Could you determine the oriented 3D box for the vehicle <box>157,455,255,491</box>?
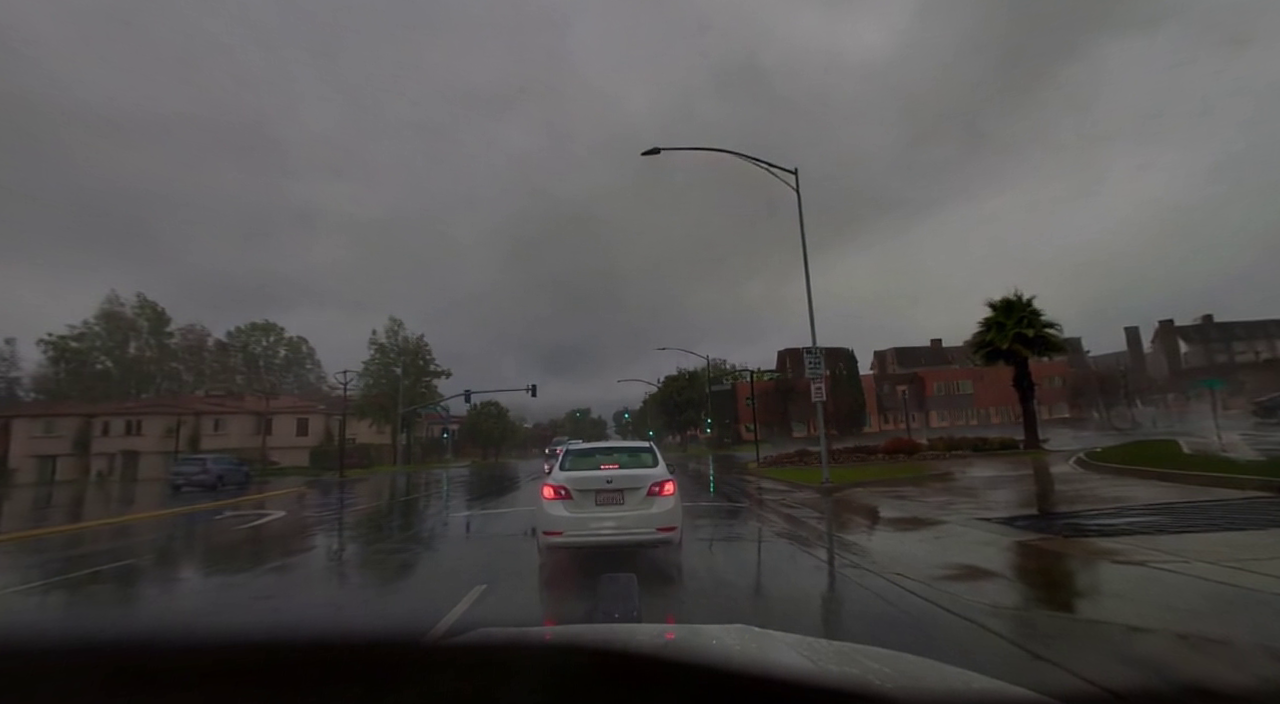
[{"bbox_3d":[-23.300,6.467,34.164,1.990,1.752,4.673,0,-9,-1],"label":"vehicle"}]

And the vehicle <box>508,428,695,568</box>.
[{"bbox_3d":[-0.458,1.911,8.977,2.060,1.526,3.859,0,-9,-1],"label":"vehicle"}]
